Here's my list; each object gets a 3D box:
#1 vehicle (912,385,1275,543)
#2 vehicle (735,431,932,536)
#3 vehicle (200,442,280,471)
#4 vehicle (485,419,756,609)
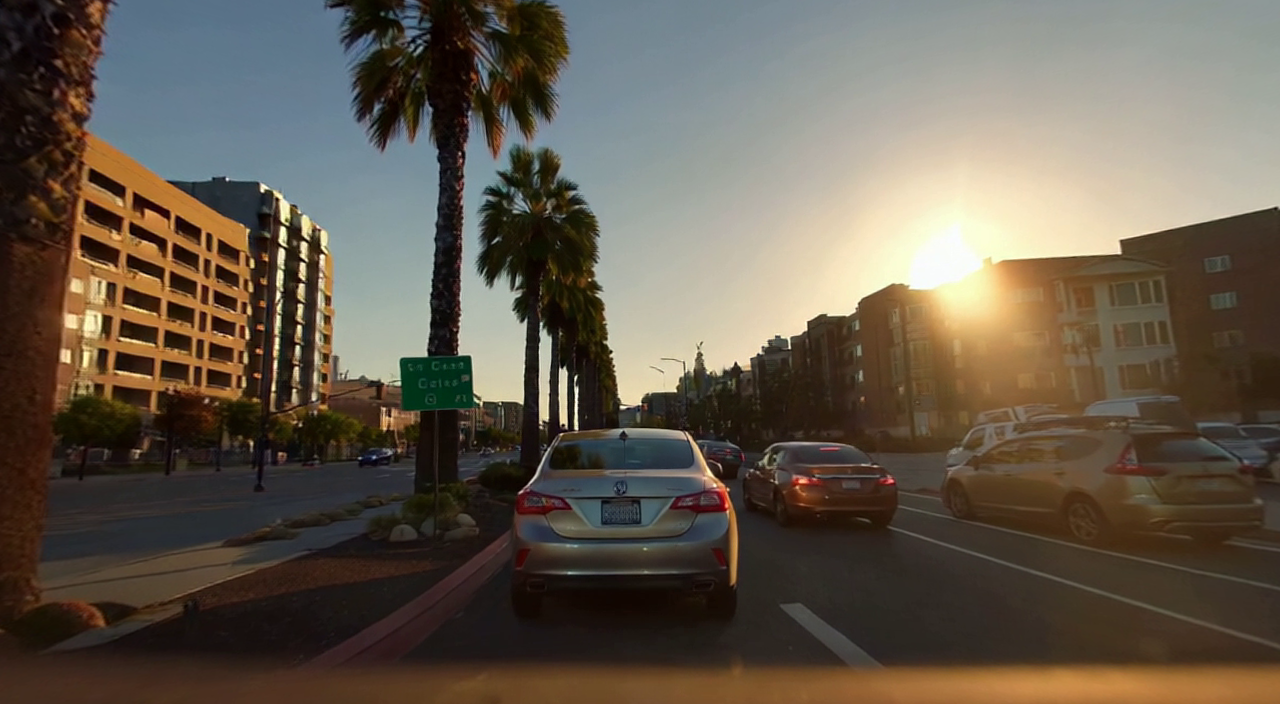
[{"bbox_3d":[7.165,1.882,11.151,2.254,2.072,5.577,0,-8,0],"label":"vehicle"},{"bbox_3d":[3.078,2.191,11.179,1.925,1.451,4.436,0,-8,-2],"label":"vehicle"},{"bbox_3d":[-28.340,7.405,45.065,2.115,1.884,5.481,0,-8,0],"label":"vehicle"},{"bbox_3d":[-0.165,1.591,7.078,2.158,1.498,3.919,0,-8,0],"label":"vehicle"}]
